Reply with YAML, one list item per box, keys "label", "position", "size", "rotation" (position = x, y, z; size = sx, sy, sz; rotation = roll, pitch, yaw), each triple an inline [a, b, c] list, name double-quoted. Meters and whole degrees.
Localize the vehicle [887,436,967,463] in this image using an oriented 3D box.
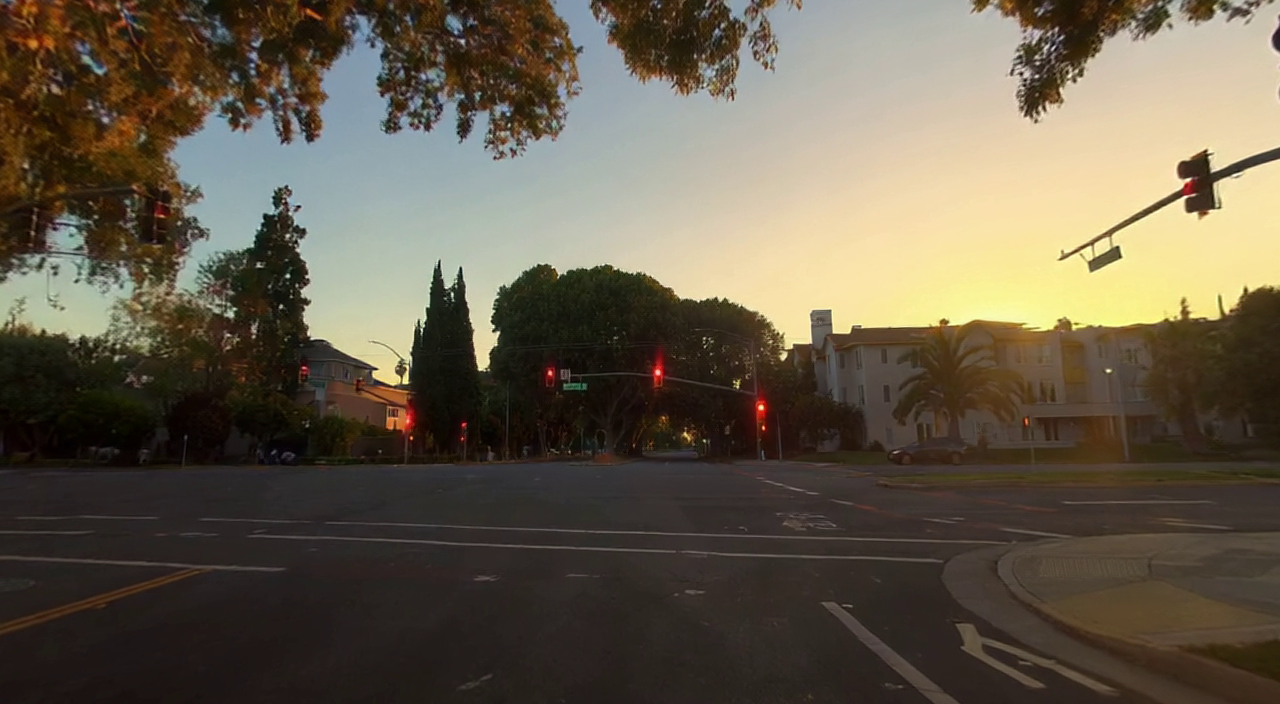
- label: "vehicle"
  position: [16.112, 5.510, 35.584]
  size: [3.952, 1.468, 1.768]
  rotation: [-4, -9, 22]
